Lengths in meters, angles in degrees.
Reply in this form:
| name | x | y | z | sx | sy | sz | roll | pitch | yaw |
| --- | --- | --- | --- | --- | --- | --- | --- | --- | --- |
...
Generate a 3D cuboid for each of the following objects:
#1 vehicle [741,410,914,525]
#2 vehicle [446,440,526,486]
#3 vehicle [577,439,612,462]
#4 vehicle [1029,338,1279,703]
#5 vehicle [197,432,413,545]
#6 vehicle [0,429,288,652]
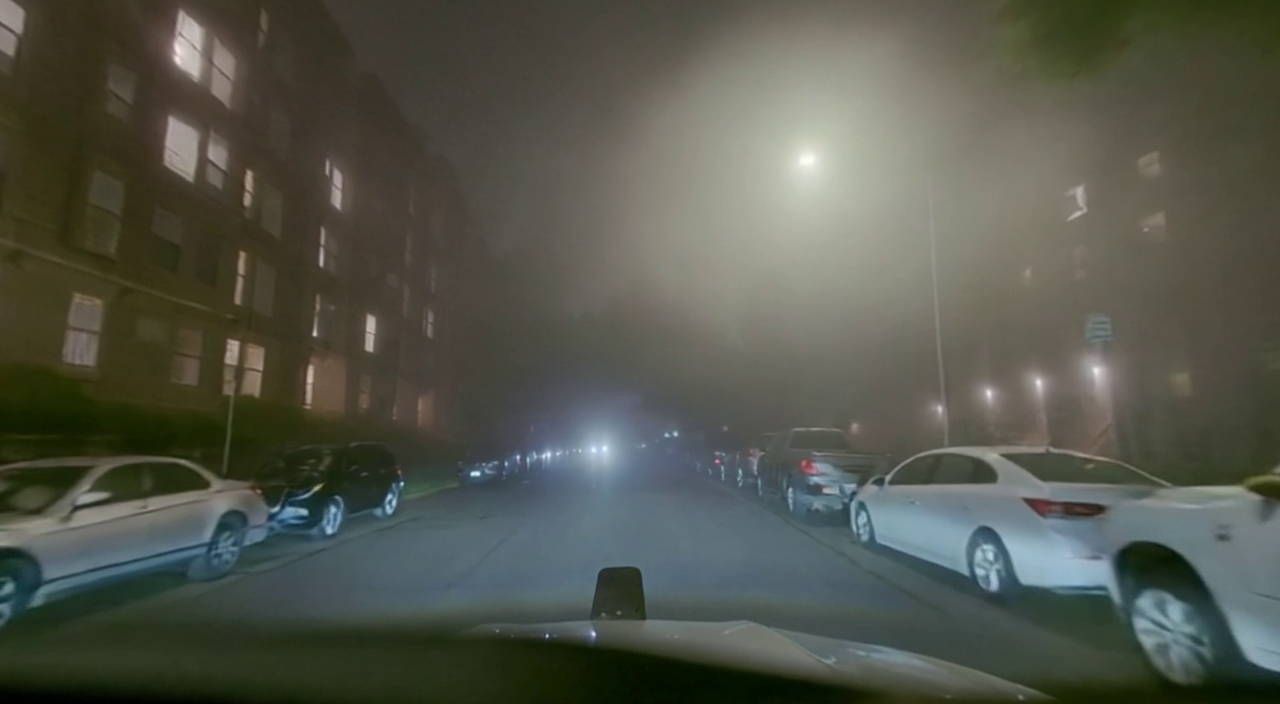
| name | x | y | z | sx | sy | sz | roll | pitch | yaw |
| --- | --- | --- | --- | --- | --- | --- | --- | --- | --- |
| vehicle | 3.380 | 2.201 | 12.570 | 1.835 | 1.809 | 4.997 | 0 | -8 | -1 |
| vehicle | -5.436 | 3.959 | 22.884 | 1.647 | 1.481 | 4.433 | 0 | -8 | 2 |
| vehicle | -3.174 | 6.919 | 44.526 | 1.939 | 1.504 | 4.121 | -1 | -8 | 3 |
| vehicle | 3.575 | 0.696 | 1.571 | 1.912 | 1.781 | 5.159 | 0 | -8 | 0 |
| vehicle | -5.187 | 2.115 | 10.382 | 1.628 | 1.504 | 3.500 | 0 | -8 | -1 |
| vehicle | -5.213 | 1.464 | 5.520 | 1.711 | 1.500 | 4.510 | 0 | -8 | -1 |
